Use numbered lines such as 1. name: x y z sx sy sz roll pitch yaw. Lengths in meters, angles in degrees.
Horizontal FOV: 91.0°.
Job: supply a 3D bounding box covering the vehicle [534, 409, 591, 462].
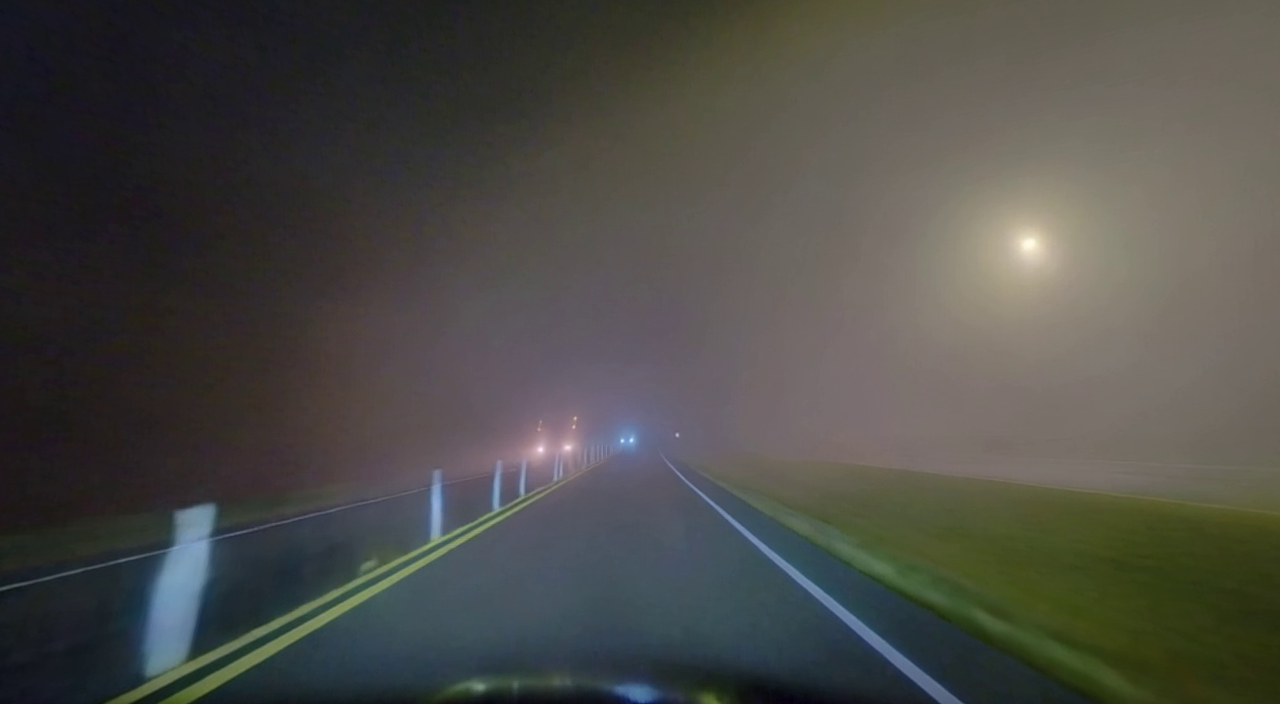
1. vehicle: -5.418 6.102 45.664 2.751 3.436 8.990 -1 -8 2
